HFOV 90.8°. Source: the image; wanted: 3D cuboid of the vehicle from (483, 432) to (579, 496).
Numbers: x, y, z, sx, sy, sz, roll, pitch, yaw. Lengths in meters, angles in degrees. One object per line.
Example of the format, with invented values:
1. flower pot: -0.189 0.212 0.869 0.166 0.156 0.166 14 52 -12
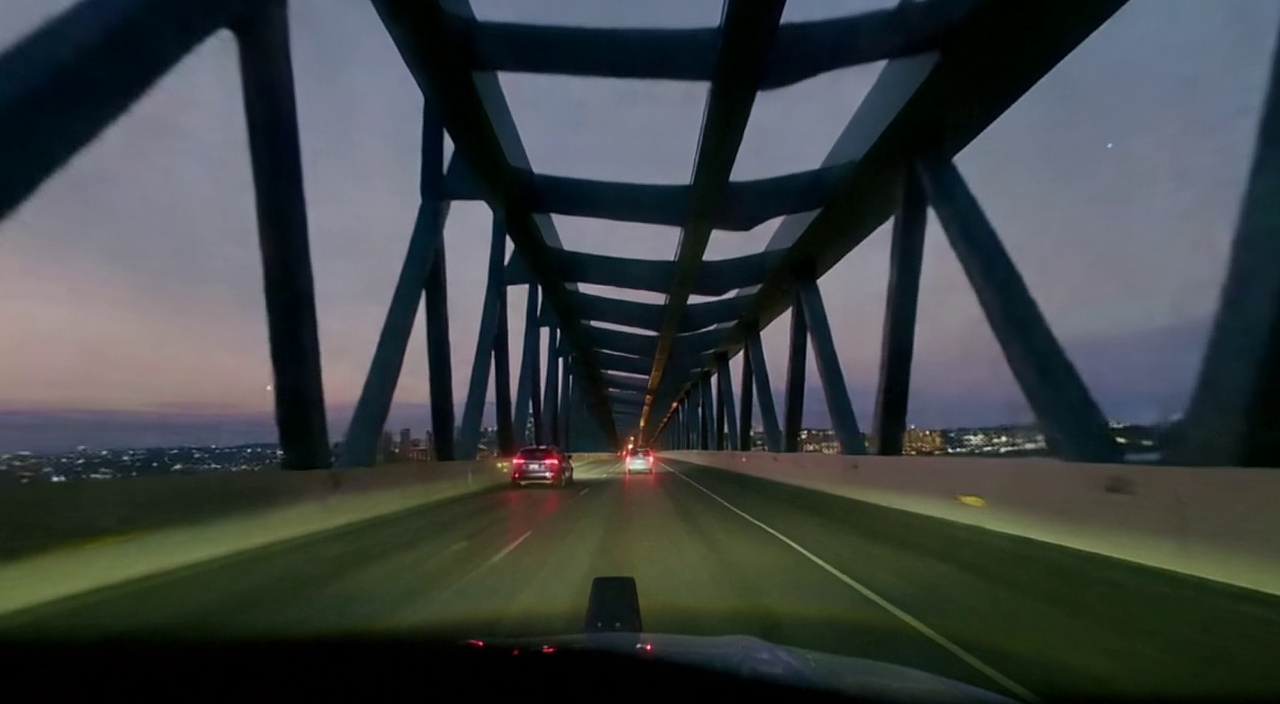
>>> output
1. vehicle: -3.345 3.553 20.442 2.190 1.807 4.741 0 -9 1

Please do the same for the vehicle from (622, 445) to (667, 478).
1. vehicle: 0.210 5.203 30.344 2.048 1.450 3.973 0 -9 0
